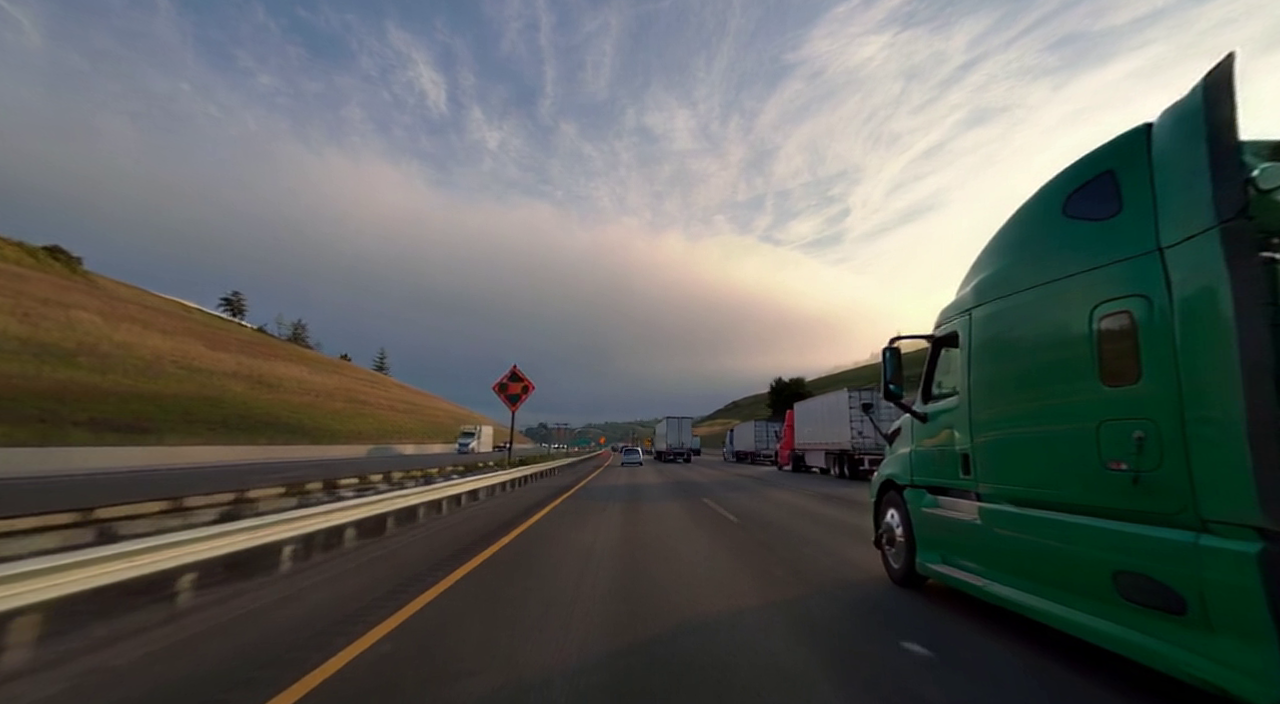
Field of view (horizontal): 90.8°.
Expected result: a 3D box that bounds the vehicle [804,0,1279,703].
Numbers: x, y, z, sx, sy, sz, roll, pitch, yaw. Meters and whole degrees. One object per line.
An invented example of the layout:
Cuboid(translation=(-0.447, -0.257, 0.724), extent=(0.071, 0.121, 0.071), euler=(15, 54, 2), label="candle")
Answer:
Cuboid(translation=(3.662, 0.171, 4.988), extent=(2.990, 3.934, 6.180), euler=(0, -9, 0), label="vehicle")

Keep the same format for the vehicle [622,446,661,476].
Cuboid(translation=(0.026, 5.680, 33.071), extent=(1.927, 1.437, 3.794), euler=(0, -9, -1), label="vehicle")

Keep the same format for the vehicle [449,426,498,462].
Cuboid(translation=(-13.067, 7.309, 49.958), extent=(2.278, 2.621, 5.863), euler=(0, -9, -1), label="vehicle")
